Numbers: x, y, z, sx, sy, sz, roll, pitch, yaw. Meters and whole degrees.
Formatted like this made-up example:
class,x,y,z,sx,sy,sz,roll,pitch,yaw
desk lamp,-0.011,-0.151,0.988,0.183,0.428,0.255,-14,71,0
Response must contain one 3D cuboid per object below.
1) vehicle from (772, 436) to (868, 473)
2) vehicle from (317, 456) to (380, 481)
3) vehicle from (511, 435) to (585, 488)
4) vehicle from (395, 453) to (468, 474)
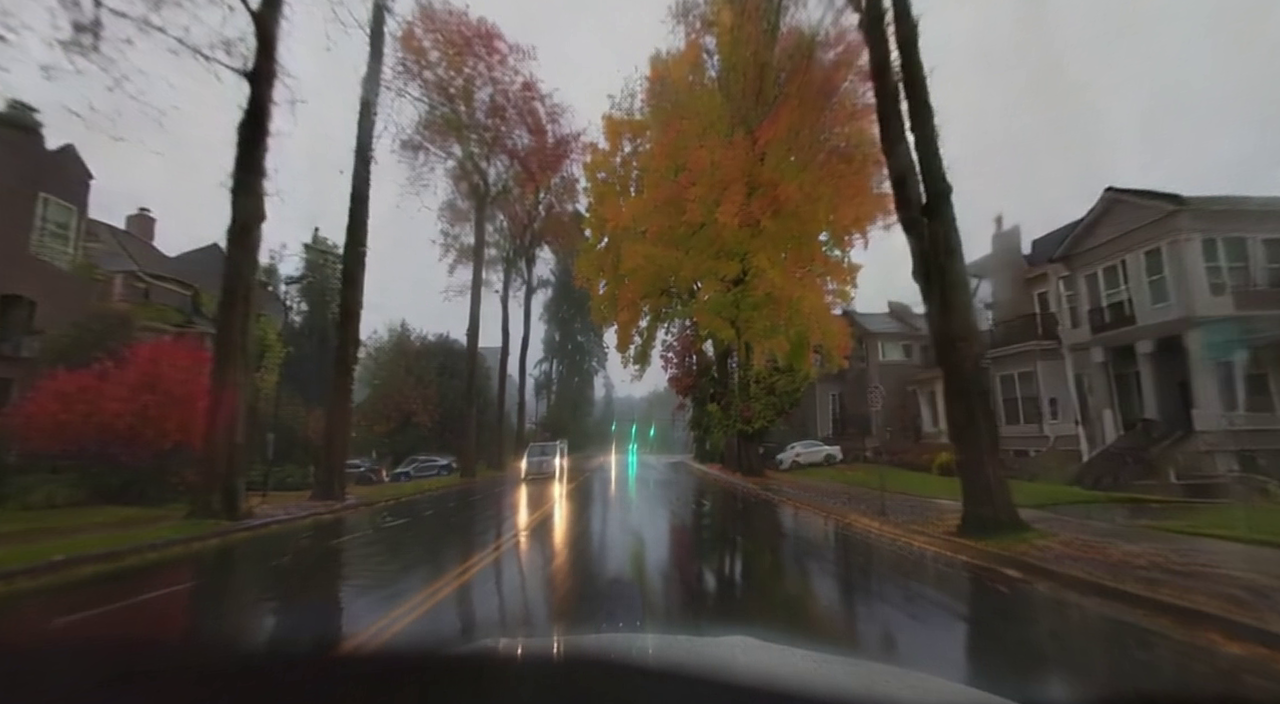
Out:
class,x,y,z,sx,sy,sz,roll,pitch,yaw
vehicle,9.335,5.359,33.025,4.385,1.612,2.070,-4,-9,4
vehicle,-21.502,8.594,46.762,2.052,1.470,4.633,-7,-9,6
vehicle,-3.629,4.467,26.138,2.275,1.953,5.423,0,-9,0
vehicle,-15.154,8.128,45.982,4.649,1.423,1.850,-1,-9,5
